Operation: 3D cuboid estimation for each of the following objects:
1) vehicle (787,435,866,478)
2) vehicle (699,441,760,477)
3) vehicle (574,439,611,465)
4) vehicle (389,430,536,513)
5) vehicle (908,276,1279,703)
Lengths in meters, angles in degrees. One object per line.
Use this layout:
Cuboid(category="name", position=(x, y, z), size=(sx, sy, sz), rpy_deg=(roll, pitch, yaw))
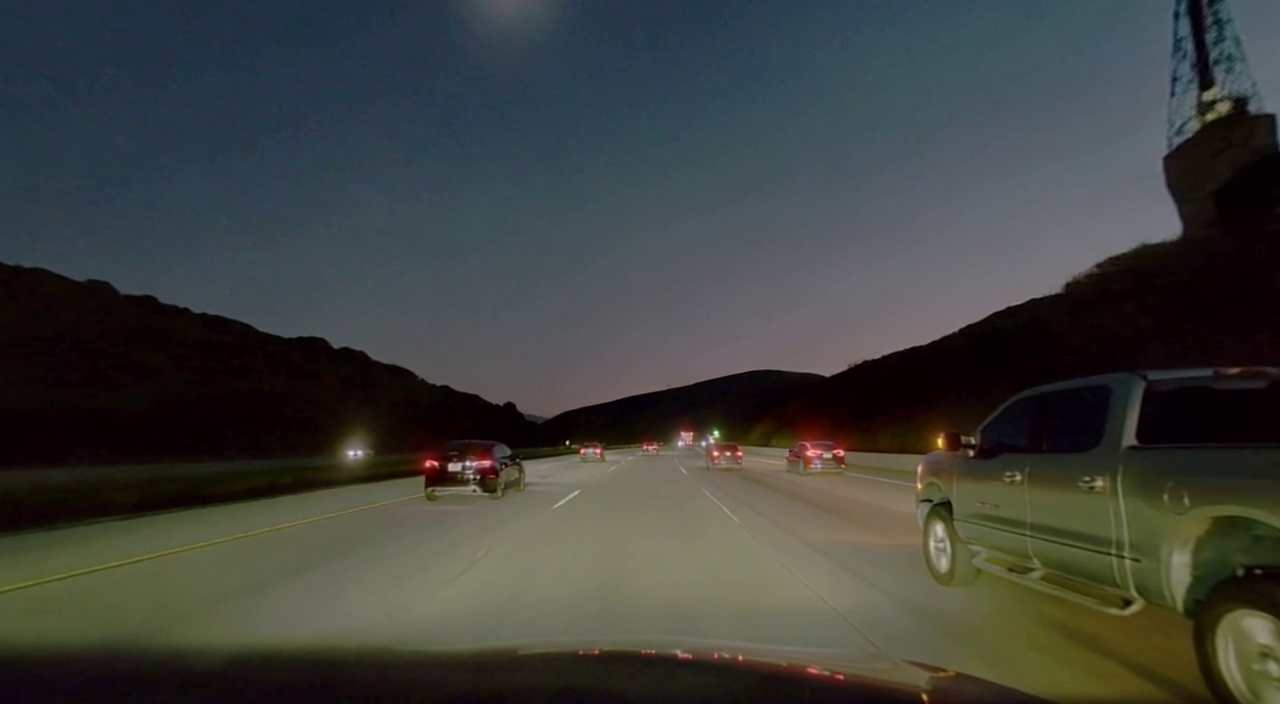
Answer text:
Cuboid(category="vehicle", position=(7.757, 4.395, 26.743), size=(1.986, 1.633, 4.430), rpy_deg=(0, -8, 0))
Cuboid(category="vehicle", position=(3.918, 4.744, 28.338), size=(2.046, 1.471, 4.333), rpy_deg=(0, -8, -1))
Cuboid(category="vehicle", position=(-3.183, 6.788, 42.847), size=(2.021, 1.679, 4.310), rpy_deg=(-1, -8, 2))
Cuboid(category="vehicle", position=(-3.961, 2.752, 15.020), size=(2.113, 1.636, 4.494), rpy_deg=(-1, -8, 1))
Cuboid(category="vehicle", position=(3.400, 0.776, 2.872), size=(2.098, 1.925, 5.171), rpy_deg=(0, -8, 1))
